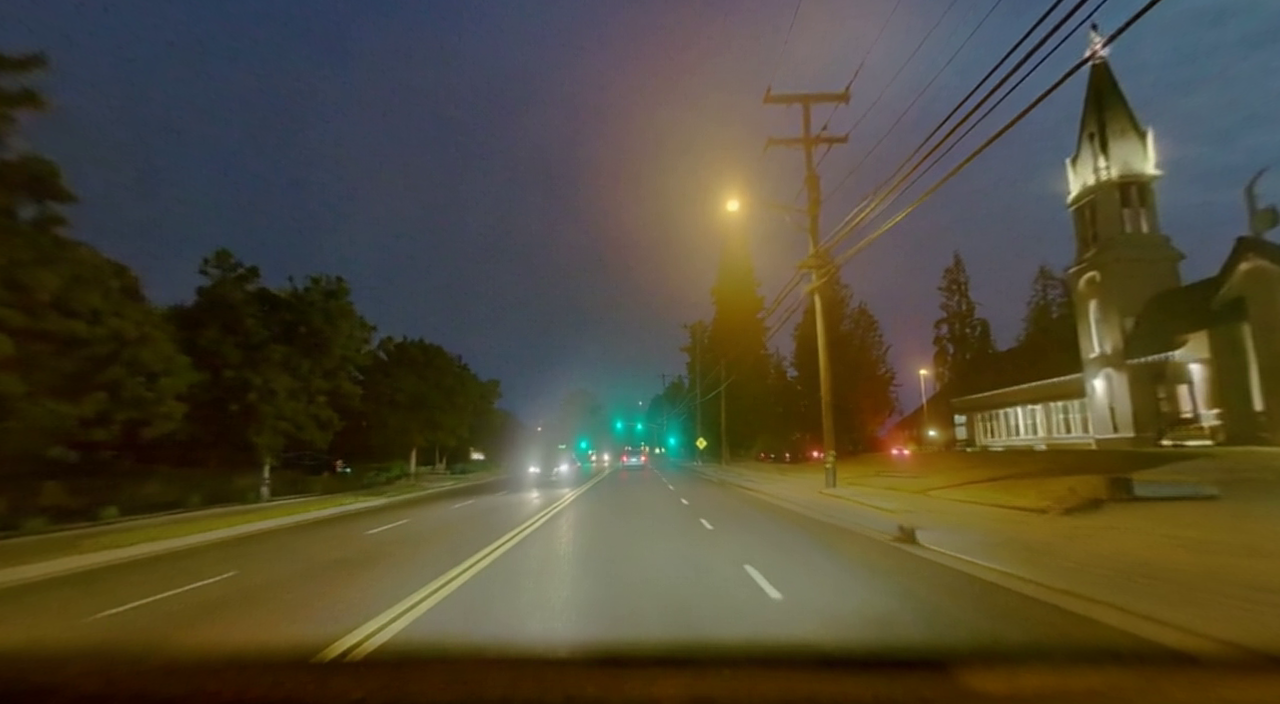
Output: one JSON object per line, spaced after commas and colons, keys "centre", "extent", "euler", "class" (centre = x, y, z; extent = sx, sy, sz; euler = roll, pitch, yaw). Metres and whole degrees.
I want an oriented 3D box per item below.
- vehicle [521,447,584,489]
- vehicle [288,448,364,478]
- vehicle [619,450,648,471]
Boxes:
{"centre": [-3.662, 4.963, 27.219], "extent": [2.017, 1.634, 4.479], "euler": [0, -9, 1], "class": "vehicle"}
{"centre": [-20.038, 7.032, 40.149], "extent": [4.611, 1.837, 2.140], "euler": [-5, -10, 32], "class": "vehicle"}
{"centre": [-0.507, 8.146, 47.362], "extent": [2.093, 1.497, 4.010], "euler": [0, -9, -1], "class": "vehicle"}
